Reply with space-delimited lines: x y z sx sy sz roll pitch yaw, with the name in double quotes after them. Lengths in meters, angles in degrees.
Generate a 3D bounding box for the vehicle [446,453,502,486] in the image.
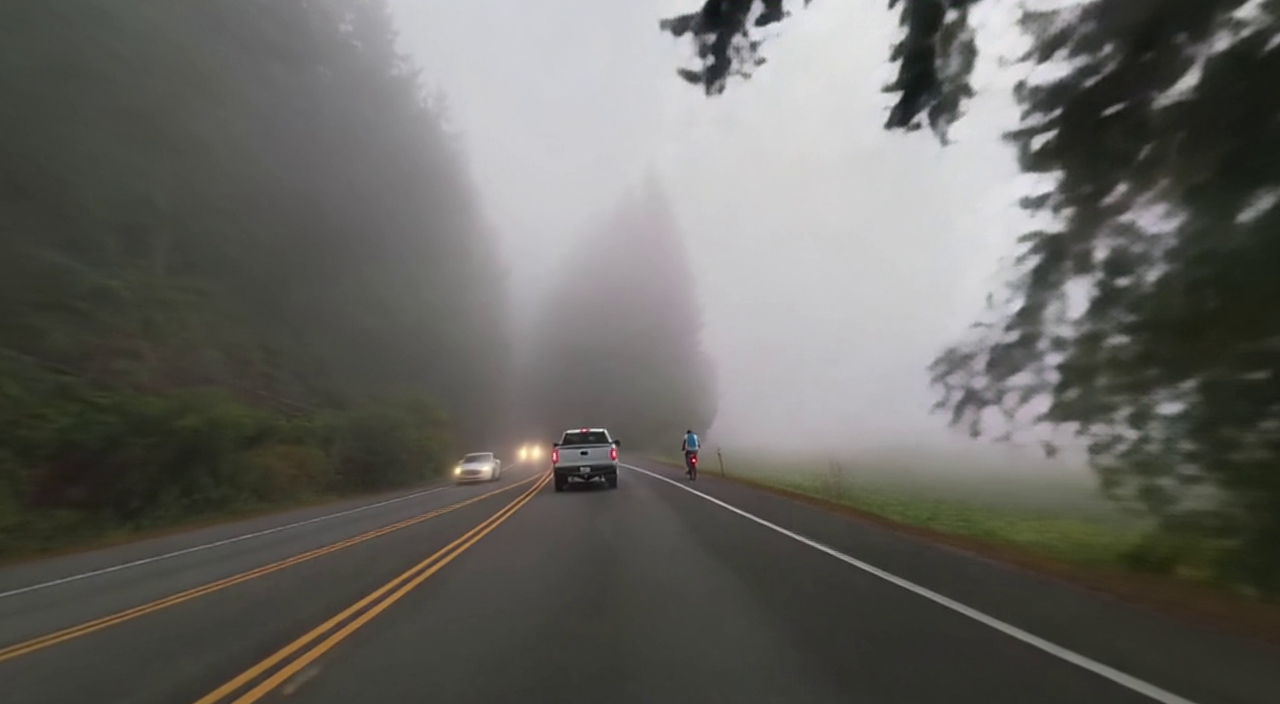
-8.476 5.987 32.604 2.045 1.474 3.956 -1 -8 -3 "vehicle"

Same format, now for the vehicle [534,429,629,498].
-1.762 3.491 20.251 2.631 1.798 5.331 -1 -8 -3 "vehicle"
